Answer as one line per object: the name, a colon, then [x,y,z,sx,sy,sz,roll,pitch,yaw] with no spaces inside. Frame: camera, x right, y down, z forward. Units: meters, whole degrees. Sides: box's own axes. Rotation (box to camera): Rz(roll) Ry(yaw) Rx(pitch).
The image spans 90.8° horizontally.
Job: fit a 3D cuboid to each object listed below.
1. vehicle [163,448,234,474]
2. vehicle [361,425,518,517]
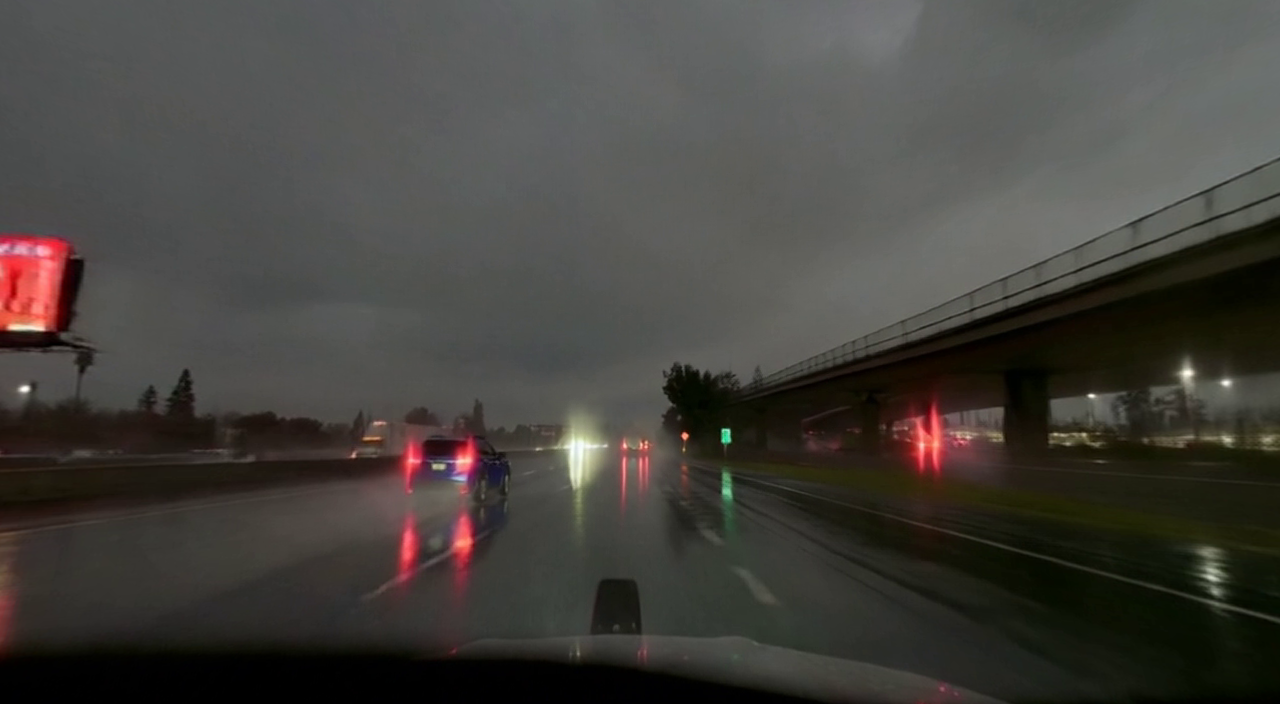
vehicle: [-25.237,6.219,36.233,1.495,1.364,3.350,-1,-9,4]
vehicle: [-4.281,2.626,14.447,2.102,1.727,4.704,0,-9,-1]
